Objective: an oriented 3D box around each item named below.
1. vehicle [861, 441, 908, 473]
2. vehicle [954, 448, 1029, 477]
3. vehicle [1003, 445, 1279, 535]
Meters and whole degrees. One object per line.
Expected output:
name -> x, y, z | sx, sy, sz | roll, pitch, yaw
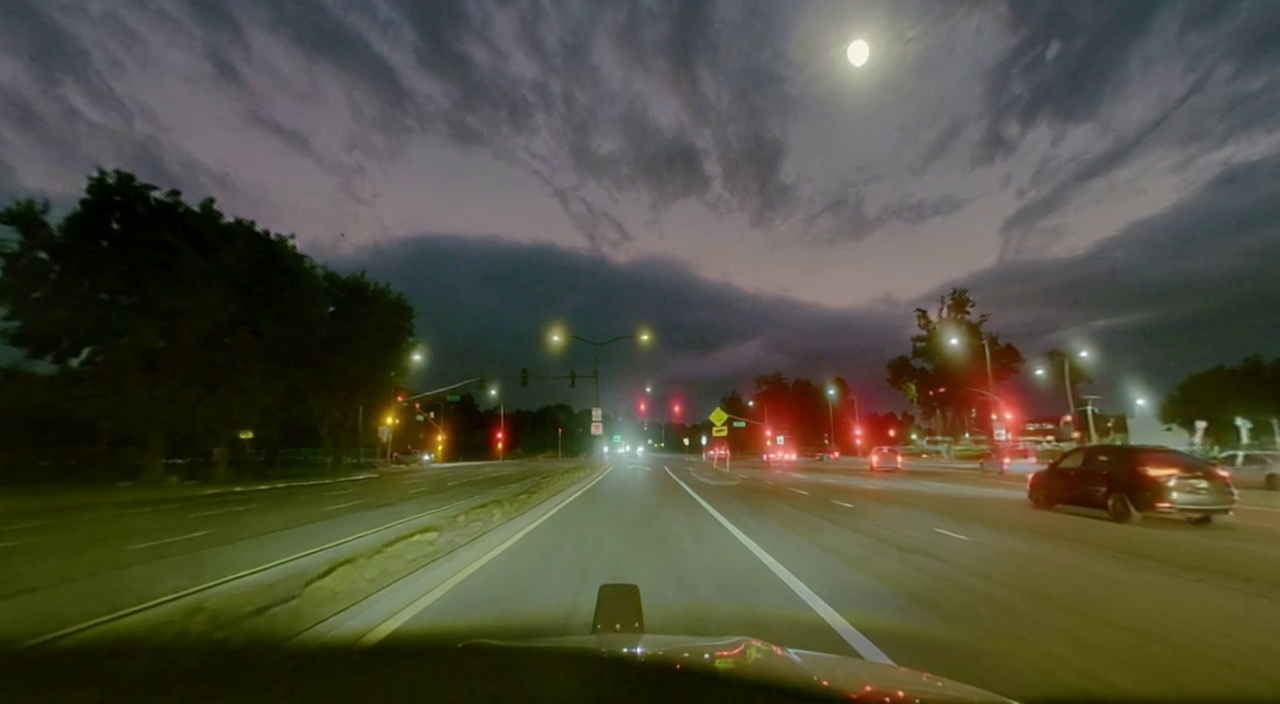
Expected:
vehicle -> 15.131, 6.510, 39.338 | 1.951, 1.843, 4.335 | -2, -9, 12
vehicle -> 20.586, 6.453, 37.225 | 1.896, 1.524, 4.562 | 0, -8, 1
vehicle -> 9.714, 2.651, 12.880 | 1.933, 1.500, 4.458 | 0, -8, -1
